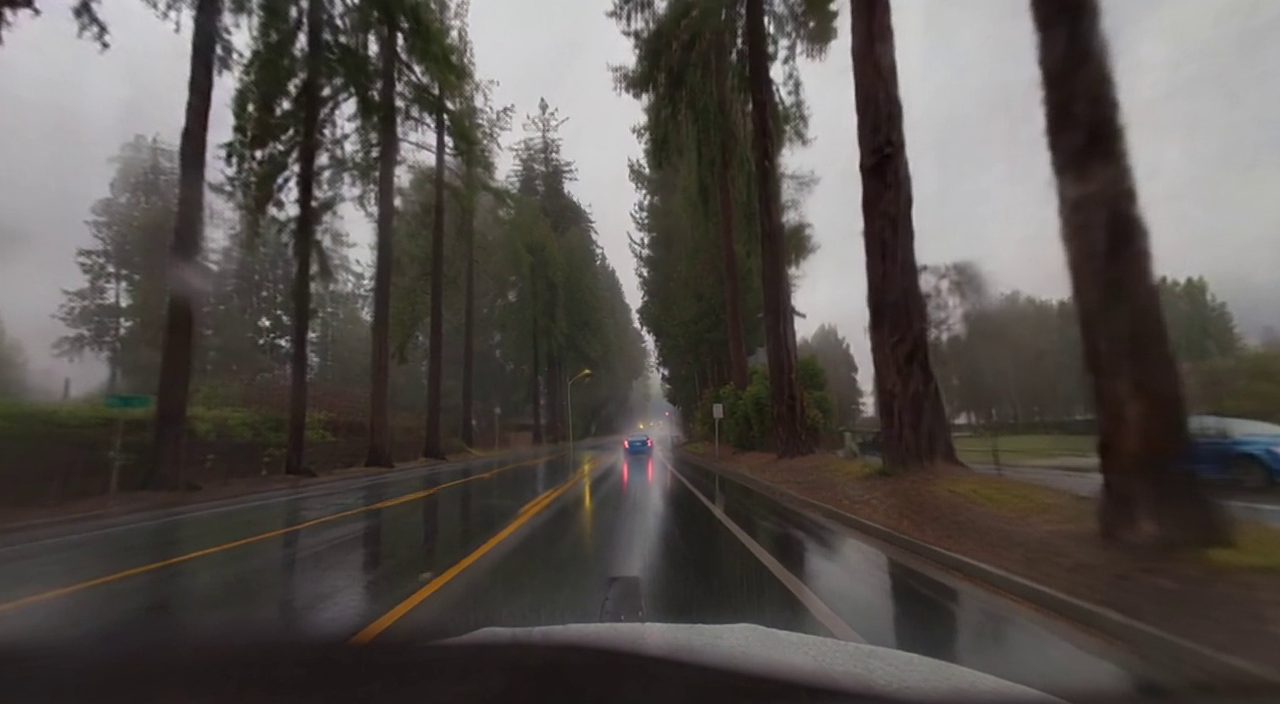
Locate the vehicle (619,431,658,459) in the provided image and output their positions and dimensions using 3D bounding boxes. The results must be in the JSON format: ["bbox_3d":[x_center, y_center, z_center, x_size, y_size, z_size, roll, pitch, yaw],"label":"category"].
[{"bbox_3d":[-0.090,5.279,35.924,2.067,1.486,3.861,0,-9,0],"label":"vehicle"}]
